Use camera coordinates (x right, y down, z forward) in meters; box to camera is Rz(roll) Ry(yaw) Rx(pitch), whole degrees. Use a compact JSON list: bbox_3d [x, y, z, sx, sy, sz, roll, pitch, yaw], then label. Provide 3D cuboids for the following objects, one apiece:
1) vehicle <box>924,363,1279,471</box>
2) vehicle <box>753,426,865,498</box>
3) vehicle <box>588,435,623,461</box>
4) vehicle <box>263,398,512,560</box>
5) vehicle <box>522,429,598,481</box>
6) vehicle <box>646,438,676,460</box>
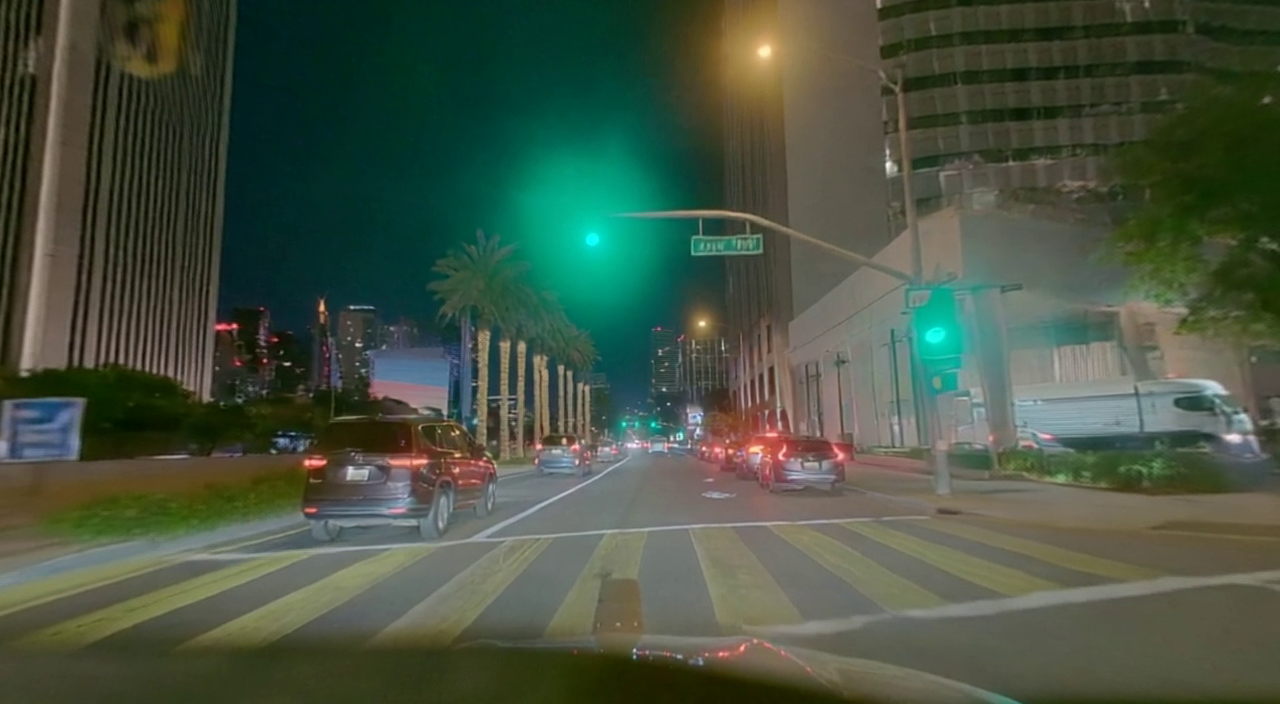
[{"bbox_3d":[17.073,2.781,24.413,10.428,3.452,2.869,-8,-11,39],"label":"vehicle"},{"bbox_3d":[4.515,3.014,17.653,1.965,1.735,4.835,0,-8,2],"label":"vehicle"},{"bbox_3d":[-2.292,6.553,42.932,1.955,1.637,4.243,0,-8,3],"label":"vehicle"},{"bbox_3d":[-3.270,1.734,9.233,1.800,1.797,4.224,0,-8,1],"label":"vehicle"},{"bbox_3d":[-2.821,3.768,23.245,2.014,1.740,4.392,0,-8,2],"label":"vehicle"},{"bbox_3d":[1.441,6.831,44.213,2.036,1.461,3.890,0,-8,1],"label":"vehicle"}]
